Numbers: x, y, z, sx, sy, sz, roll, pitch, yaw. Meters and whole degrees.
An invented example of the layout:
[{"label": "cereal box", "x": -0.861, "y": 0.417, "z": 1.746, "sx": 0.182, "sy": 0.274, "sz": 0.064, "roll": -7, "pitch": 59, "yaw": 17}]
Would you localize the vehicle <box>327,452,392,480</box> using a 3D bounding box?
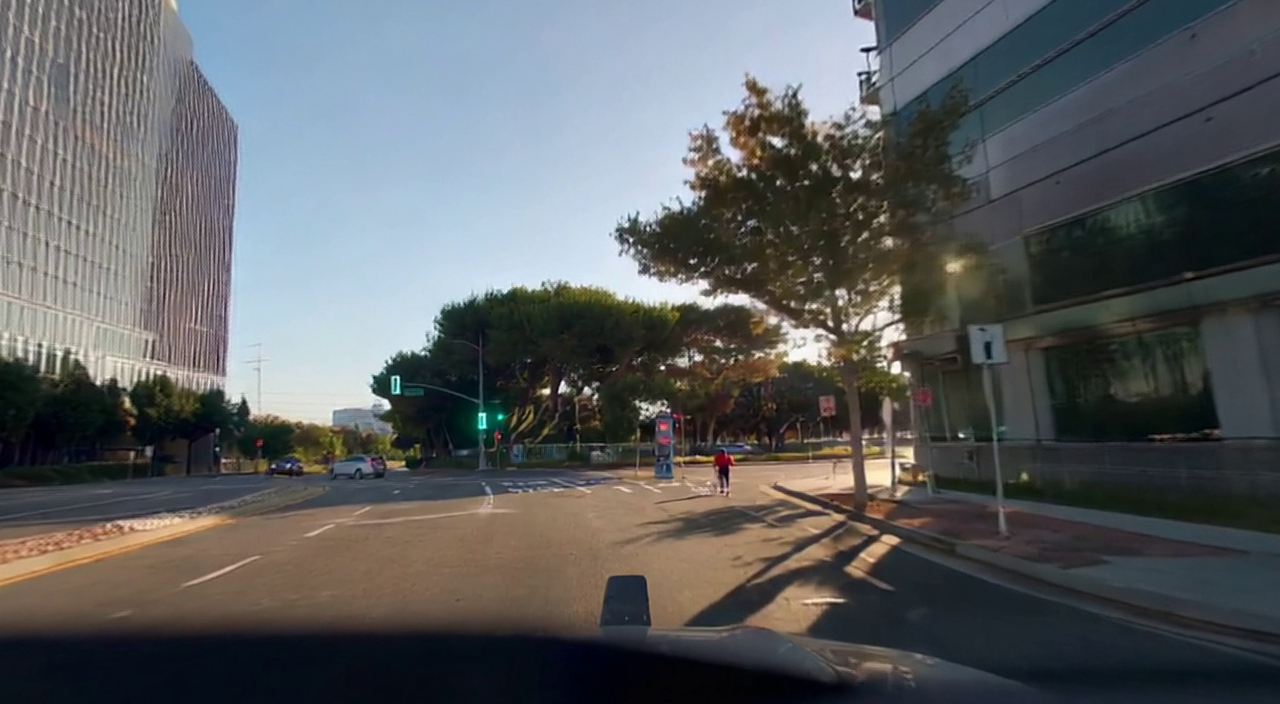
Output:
[{"label": "vehicle", "x": -21.054, "y": 8.560, "z": 47.176, "sx": 5.570, "sy": 1.923, "sz": 2.336, "roll": -10, "pitch": -14, "yaw": 42}]
